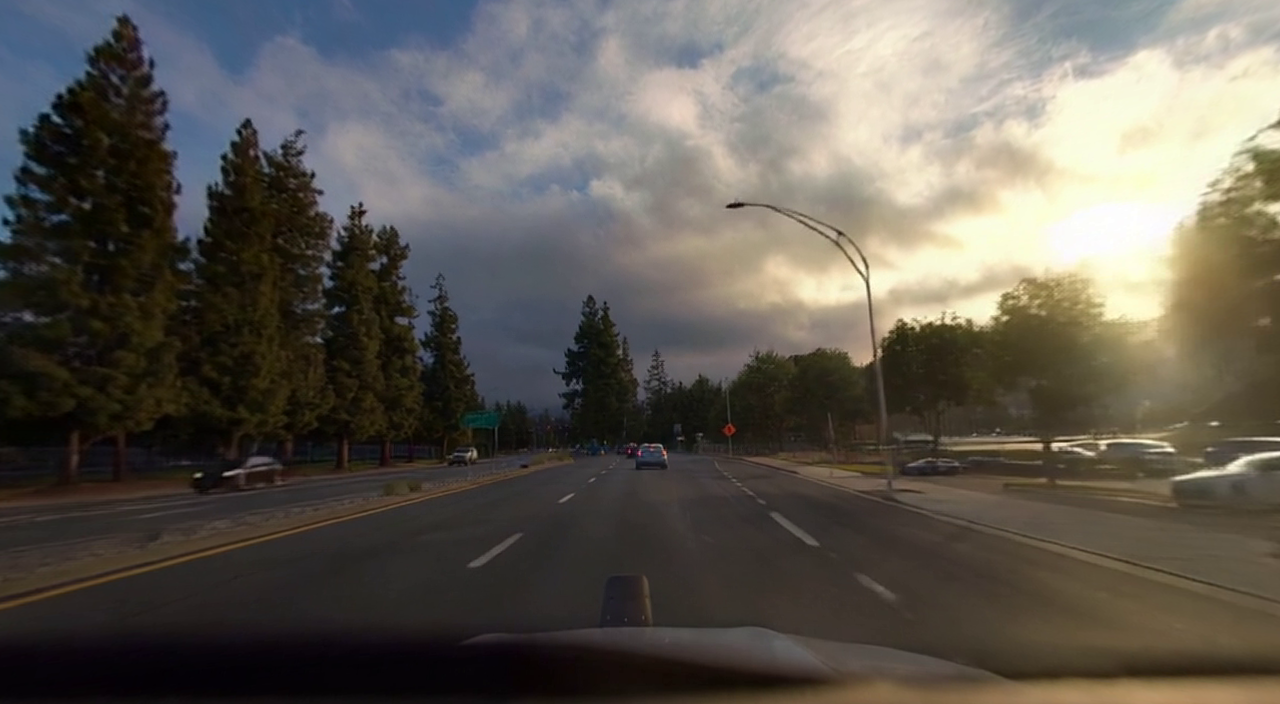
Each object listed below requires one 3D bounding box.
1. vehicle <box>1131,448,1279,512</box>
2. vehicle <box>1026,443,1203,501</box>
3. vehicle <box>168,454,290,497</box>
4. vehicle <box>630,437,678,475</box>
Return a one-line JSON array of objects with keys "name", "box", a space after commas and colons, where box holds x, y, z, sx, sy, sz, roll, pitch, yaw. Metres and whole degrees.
[{"name": "vehicle", "box": [15.373, 3.177, 15.863, 4.400, 1.480, 1.824, 0, -9, 2]}, {"name": "vehicle", "box": [16.063, 4.062, 21.501, 4.413, 1.471, 1.823, -5, -7, 1]}, {"name": "vehicle", "box": [-16.284, 4.883, 25.298, 1.895, 1.513, 4.362, 0, -9, 1]}, {"name": "vehicle", "box": [0.638, 5.014, 30.460, 2.135, 1.691, 3.884, 0, -9, 0]}]
